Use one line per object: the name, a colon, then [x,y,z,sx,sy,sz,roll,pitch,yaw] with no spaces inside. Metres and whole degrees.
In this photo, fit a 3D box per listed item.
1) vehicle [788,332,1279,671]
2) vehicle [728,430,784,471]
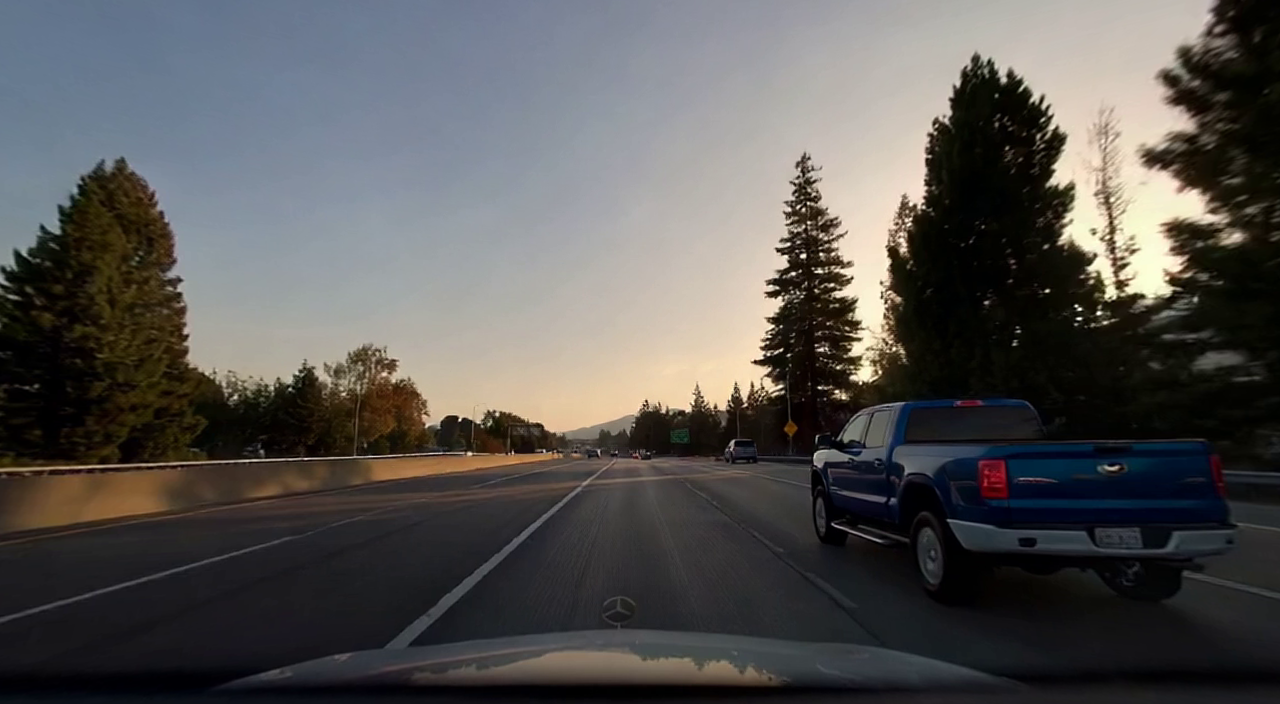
vehicle: [3.285,1.207,6.141,2.462,1.984,4.718,0,-8,-1]
vehicle: [6.815,5.872,37.837,2.158,2.268,5.396,0,-9,-1]
